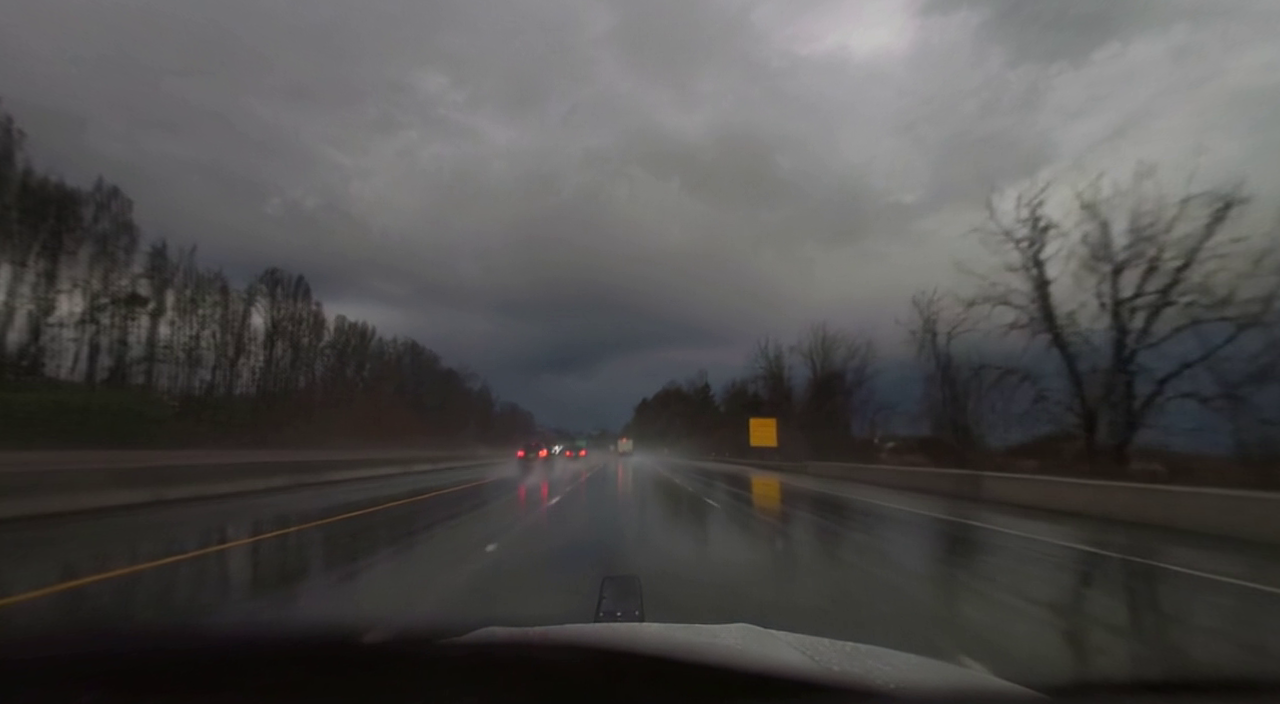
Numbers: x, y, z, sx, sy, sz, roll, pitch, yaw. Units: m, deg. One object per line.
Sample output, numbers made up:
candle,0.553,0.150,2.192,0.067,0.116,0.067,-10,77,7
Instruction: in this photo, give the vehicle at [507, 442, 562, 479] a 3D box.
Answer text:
vehicle,-5.300,5.500,32.021,2.151,1.693,4.201,0,-9,-1
